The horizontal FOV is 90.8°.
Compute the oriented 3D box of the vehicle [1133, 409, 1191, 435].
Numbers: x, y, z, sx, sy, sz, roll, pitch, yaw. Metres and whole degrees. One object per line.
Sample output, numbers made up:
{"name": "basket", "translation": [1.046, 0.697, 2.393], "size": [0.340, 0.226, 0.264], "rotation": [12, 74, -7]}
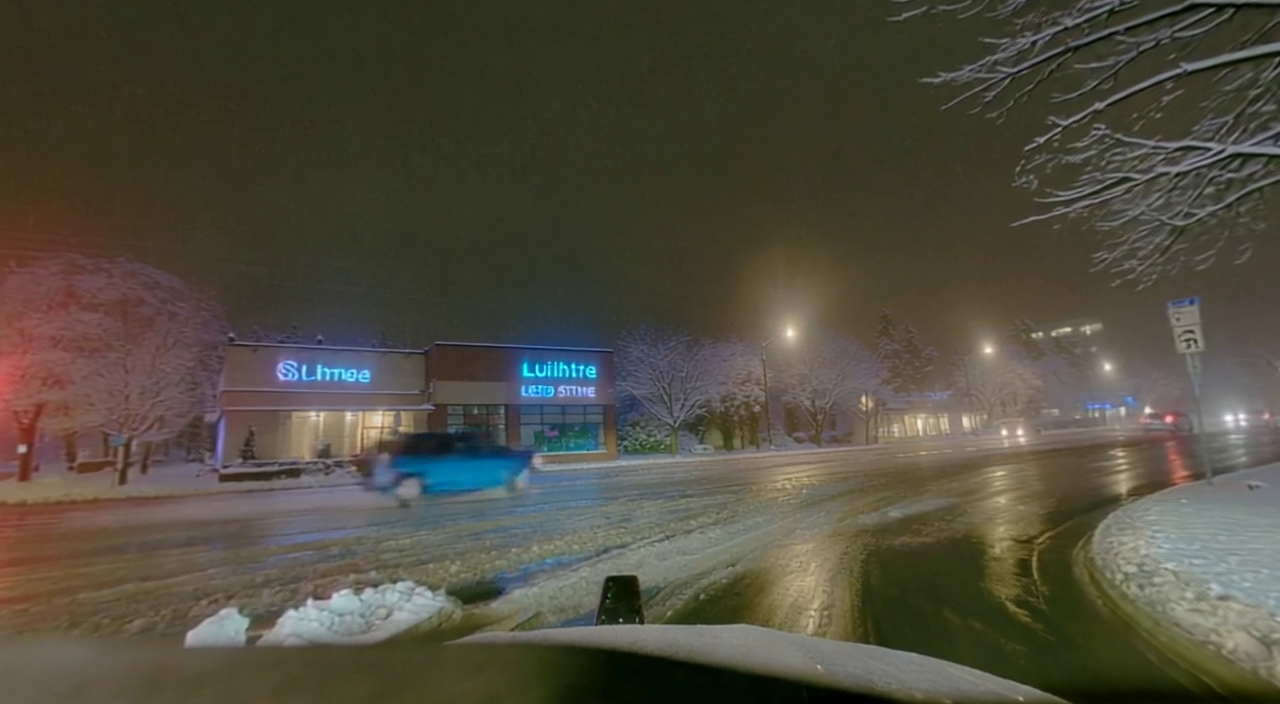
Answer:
{"name": "vehicle", "translation": [39.662, 5.350, 47.978], "size": [4.689, 1.758, 2.146], "rotation": [6, -11, -36]}

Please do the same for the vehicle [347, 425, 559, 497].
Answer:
{"name": "vehicle", "translation": [-4.362, 2.555, 15.130], "size": [4.442, 1.458, 1.902], "rotation": [6, -11, -36]}
